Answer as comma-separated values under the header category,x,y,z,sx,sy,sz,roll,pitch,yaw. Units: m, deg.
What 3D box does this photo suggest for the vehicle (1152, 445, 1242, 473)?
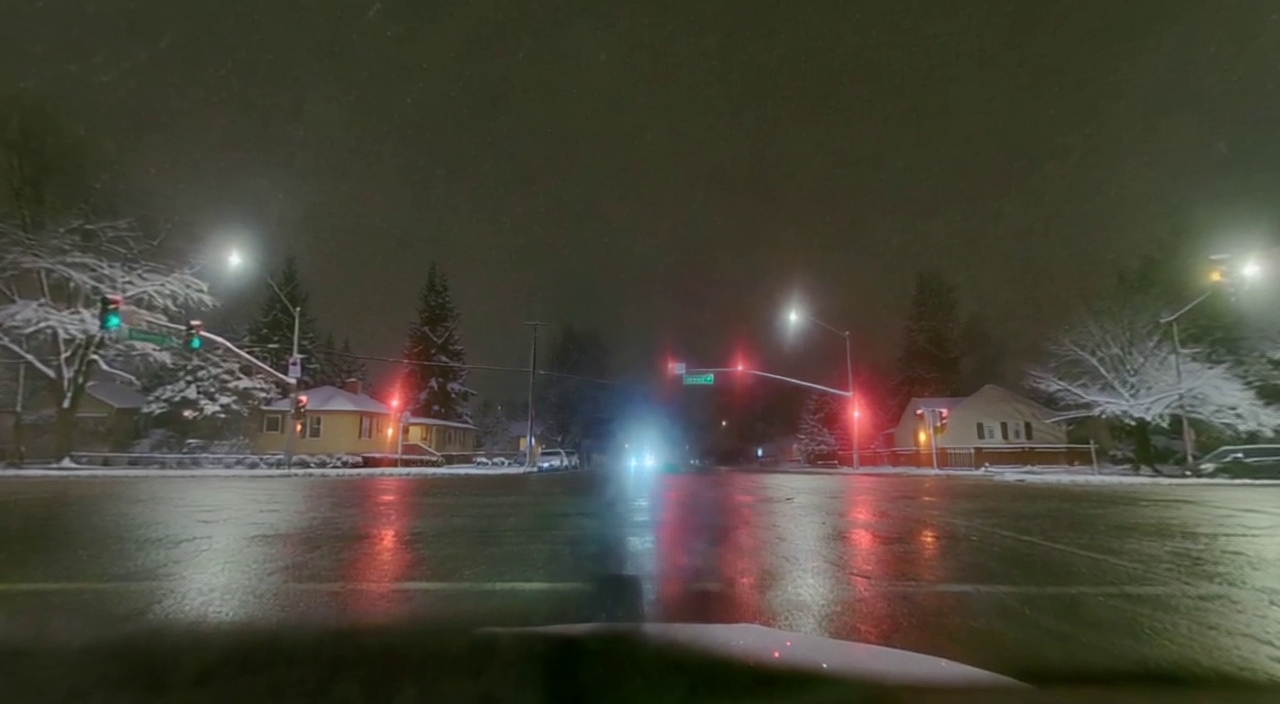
category,x,y,z,sx,sy,sz,roll,pitch,yaw
vehicle,36.780,7.053,41.876,1.853,1.723,4.460,0,-9,0

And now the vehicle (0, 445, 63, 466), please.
category,x,y,z,sx,sy,sz,roll,pitch,yaw
vehicle,-44.281,7.434,45.376,3.949,1.422,1.744,0,-9,1
